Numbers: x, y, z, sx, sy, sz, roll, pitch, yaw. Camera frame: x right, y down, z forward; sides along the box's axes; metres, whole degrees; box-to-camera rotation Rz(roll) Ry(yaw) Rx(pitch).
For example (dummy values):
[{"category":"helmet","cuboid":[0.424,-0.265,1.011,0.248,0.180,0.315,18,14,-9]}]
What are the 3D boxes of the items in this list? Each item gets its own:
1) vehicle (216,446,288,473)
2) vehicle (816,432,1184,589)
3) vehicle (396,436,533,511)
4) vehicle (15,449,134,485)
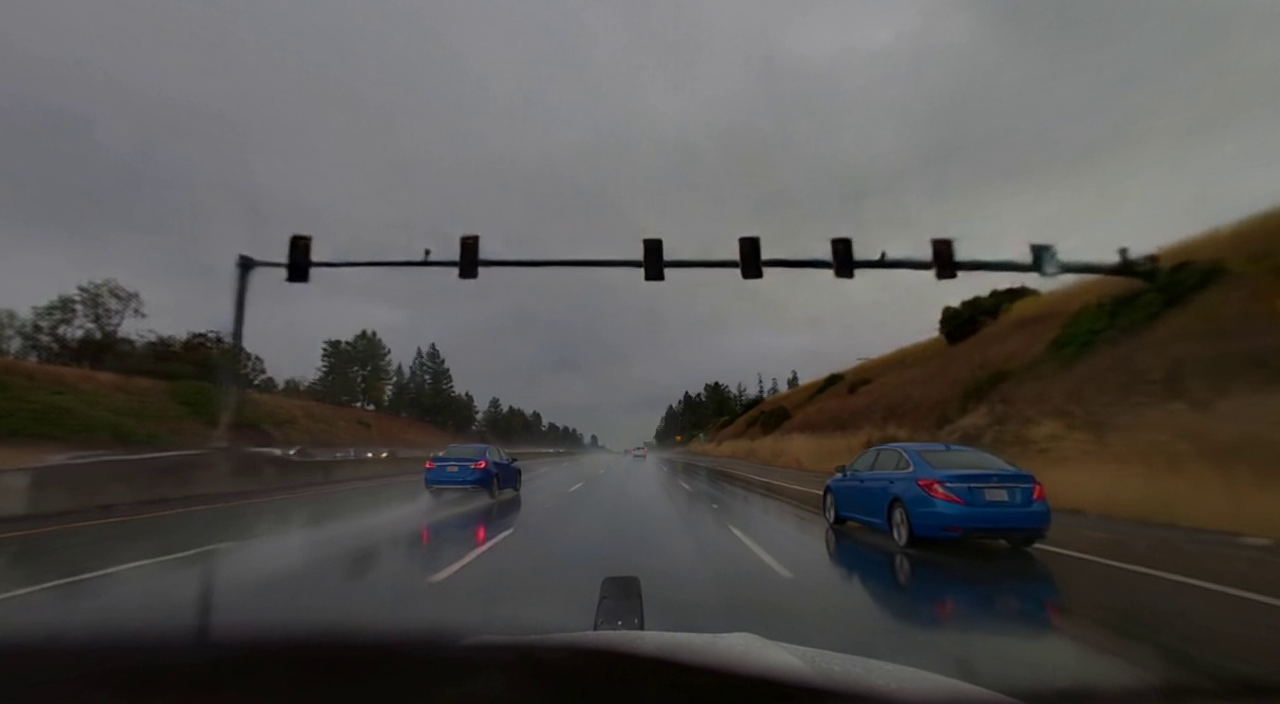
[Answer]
[{"category":"vehicle","cuboid":[-29.115,8.050,47.436,2.097,1.888,5.155,0,-9,1]},{"category":"vehicle","cuboid":[4.152,1.884,8.500,2.049,1.481,4.774,0,-9,-1]},{"category":"vehicle","cuboid":[-4.021,2.850,15.282,1.987,1.516,4.478,0,-9,1]},{"category":"vehicle","cuboid":[-28.917,5.860,32.388,2.116,1.660,4.279,0,-9,0]}]
